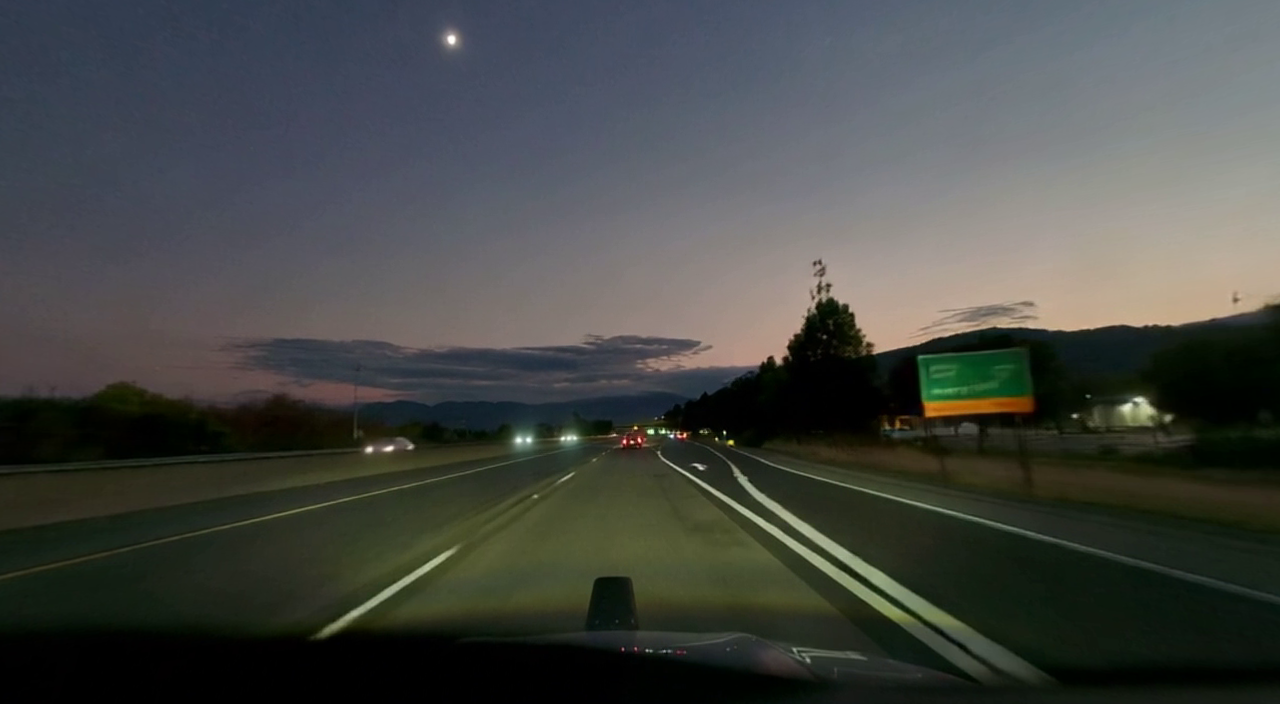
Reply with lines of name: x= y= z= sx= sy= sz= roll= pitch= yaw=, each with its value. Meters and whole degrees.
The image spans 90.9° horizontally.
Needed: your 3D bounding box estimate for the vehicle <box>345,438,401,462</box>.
vehicle: x=-17.879 y=6.557 z=42.454 sx=1.817 sy=1.479 sz=4.483 roll=0 pitch=-8 yaw=0
